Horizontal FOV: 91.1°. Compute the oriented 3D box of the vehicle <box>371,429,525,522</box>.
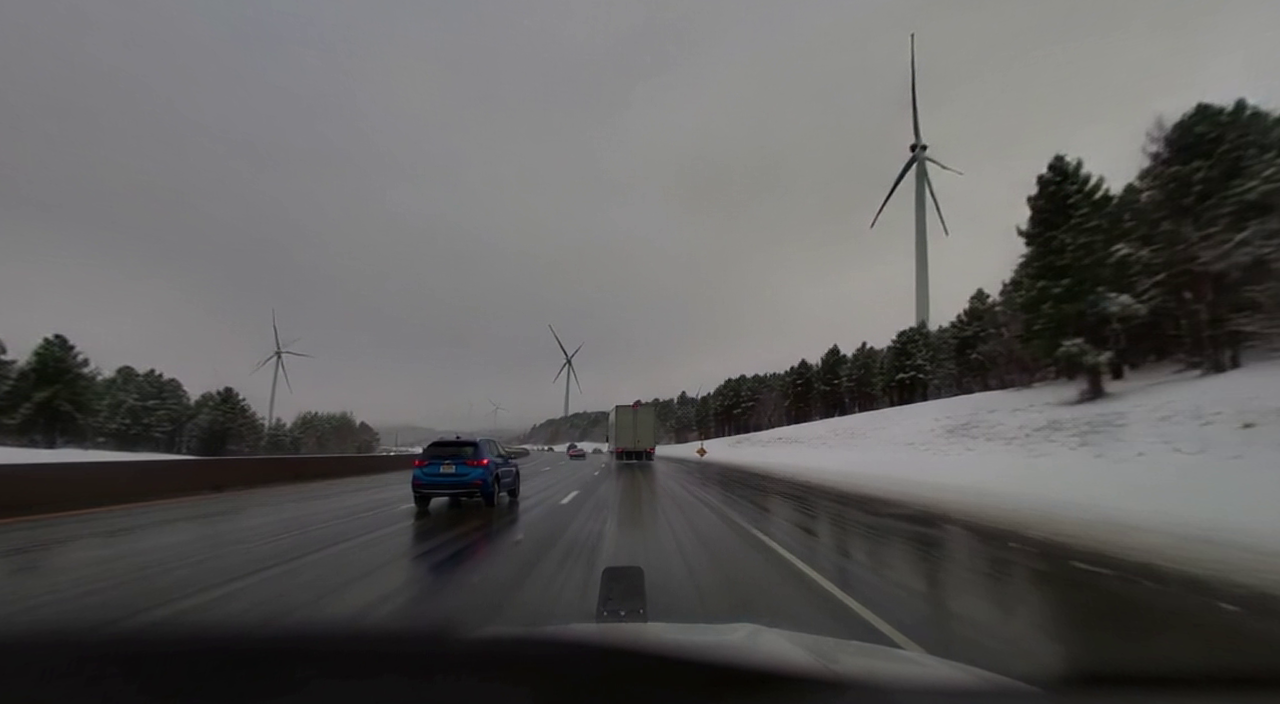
[{"bbox_3d":[-3.875,2.537,13.446,2.109,1.684,3.783,0,-8,0],"label":"vehicle"}]
